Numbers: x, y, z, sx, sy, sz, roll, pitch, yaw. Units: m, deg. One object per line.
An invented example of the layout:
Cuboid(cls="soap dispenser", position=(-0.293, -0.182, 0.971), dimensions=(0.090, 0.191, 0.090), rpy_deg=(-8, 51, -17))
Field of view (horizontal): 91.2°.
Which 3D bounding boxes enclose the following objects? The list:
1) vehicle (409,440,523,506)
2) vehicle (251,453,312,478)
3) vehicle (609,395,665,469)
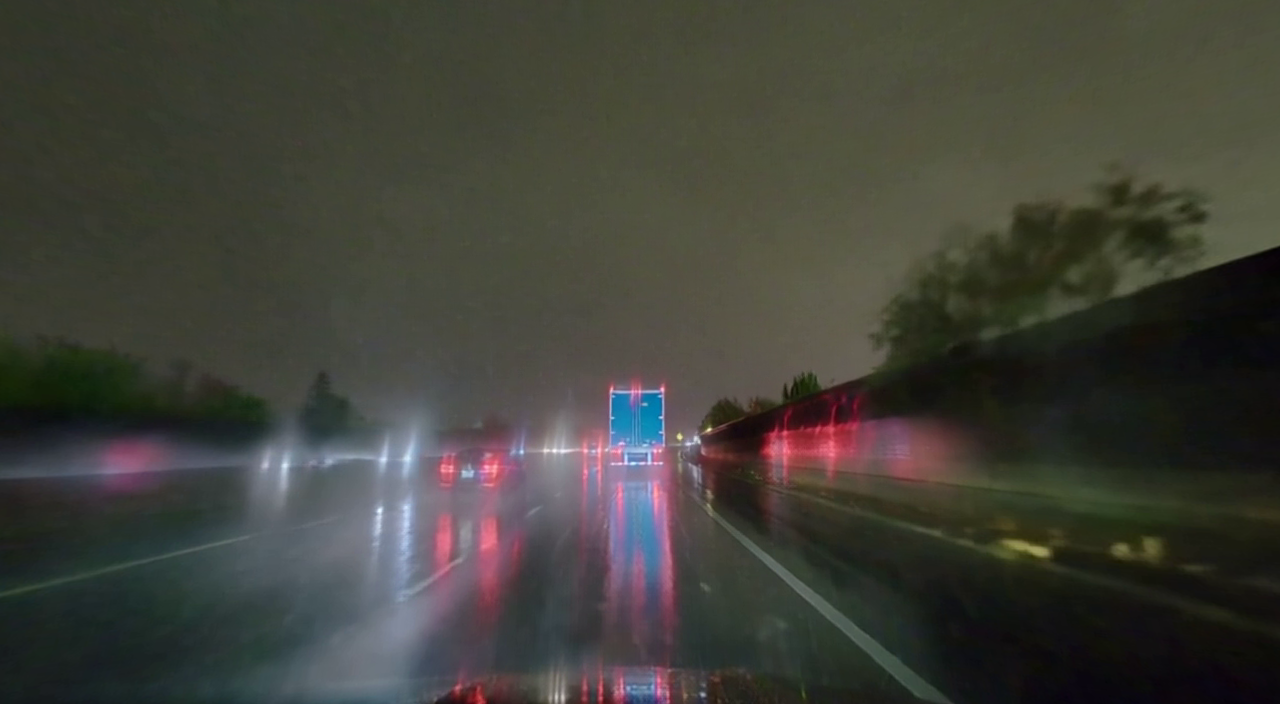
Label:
Cuboid(cls="vehicle", position=(-4.366, 3.088, 16.374), dimensions=(1.895, 1.500, 3.808), rpy_deg=(0, -9, 0))
Cuboid(cls="vehicle", position=(-25.018, 7.906, 43.911), dimensions=(1.793, 1.566, 4.127), rpy_deg=(0, -9, 1))
Cuboid(cls="vehicle", position=(-0.212, 5.289, 40.249), dimensions=(3.123, 4.094, 10.812), rpy_deg=(0, -9, 0))
